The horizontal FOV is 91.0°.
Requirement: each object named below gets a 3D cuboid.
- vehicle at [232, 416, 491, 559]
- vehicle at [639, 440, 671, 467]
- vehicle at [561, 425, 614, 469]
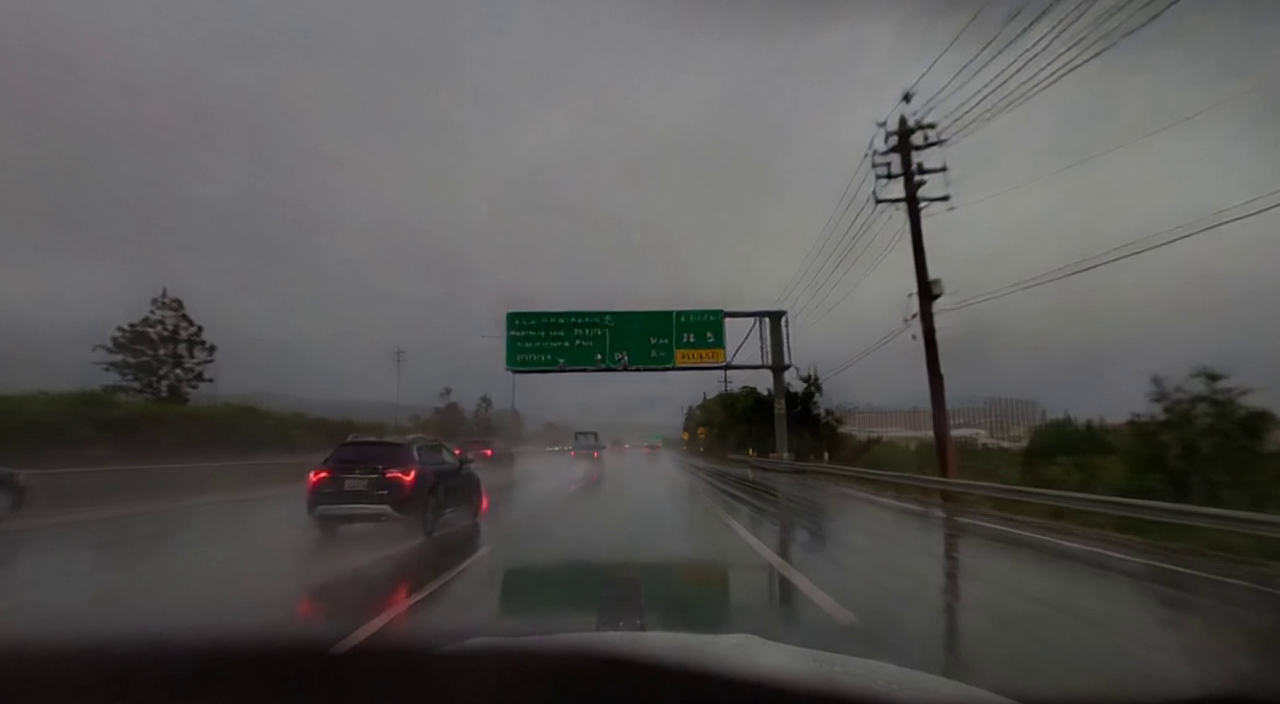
[{"bbox_3d":[-3.820,1.930,9.629,1.976,1.688,4.124,0,-9,1],"label":"vehicle"},{"bbox_3d":[1.010,6.843,42.556,2.038,1.677,4.219,0,-9,2],"label":"vehicle"},{"bbox_3d":[-3.643,6.972,46.235,2.915,2.885,9.394,0,-9,1],"label":"vehicle"}]
